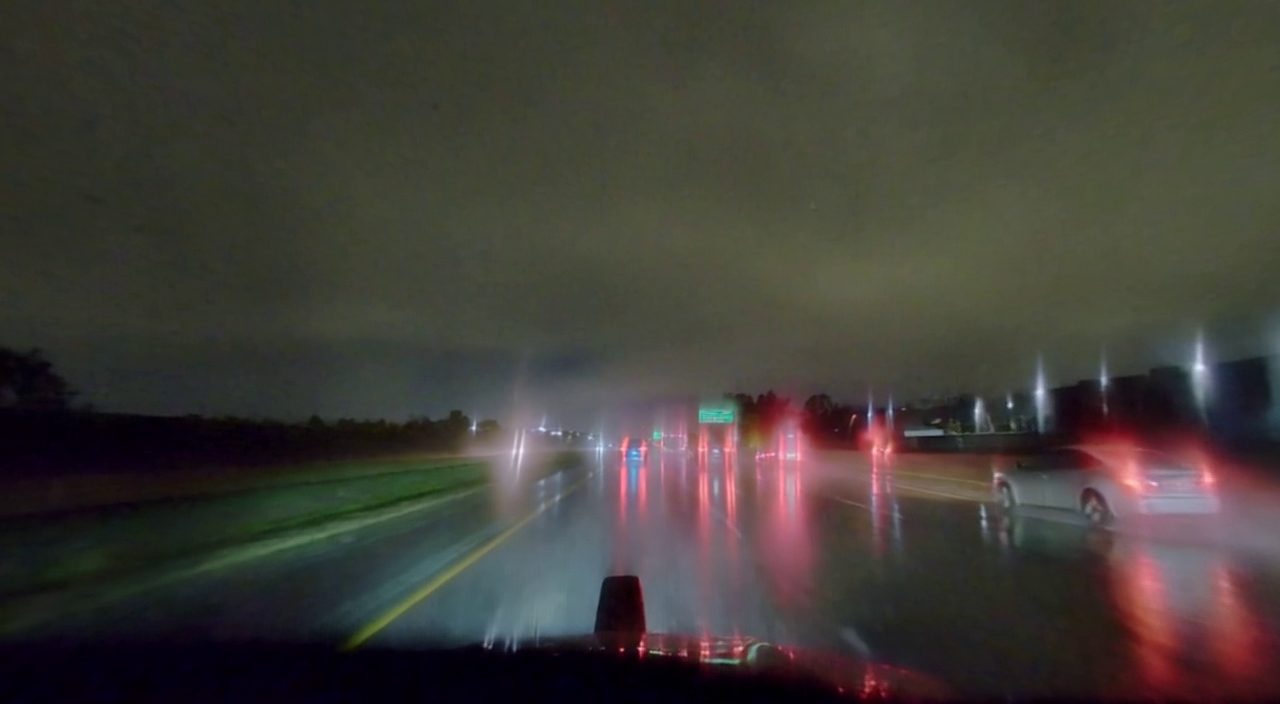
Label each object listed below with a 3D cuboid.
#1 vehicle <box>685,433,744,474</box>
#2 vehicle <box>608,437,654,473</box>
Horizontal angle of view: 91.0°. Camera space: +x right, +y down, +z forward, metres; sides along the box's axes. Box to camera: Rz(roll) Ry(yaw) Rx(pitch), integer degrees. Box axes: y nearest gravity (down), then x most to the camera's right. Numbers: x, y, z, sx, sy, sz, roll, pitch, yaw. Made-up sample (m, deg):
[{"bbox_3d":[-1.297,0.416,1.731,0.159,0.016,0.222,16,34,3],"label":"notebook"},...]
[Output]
[{"bbox_3d":[3.567,4.993,31.108,2.269,1.839,4.554,0,-9,-1],"label":"vehicle"},{"bbox_3d":[-0.375,5.108,31.421,2.142,1.664,4.076,0,-9,1],"label":"vehicle"}]
